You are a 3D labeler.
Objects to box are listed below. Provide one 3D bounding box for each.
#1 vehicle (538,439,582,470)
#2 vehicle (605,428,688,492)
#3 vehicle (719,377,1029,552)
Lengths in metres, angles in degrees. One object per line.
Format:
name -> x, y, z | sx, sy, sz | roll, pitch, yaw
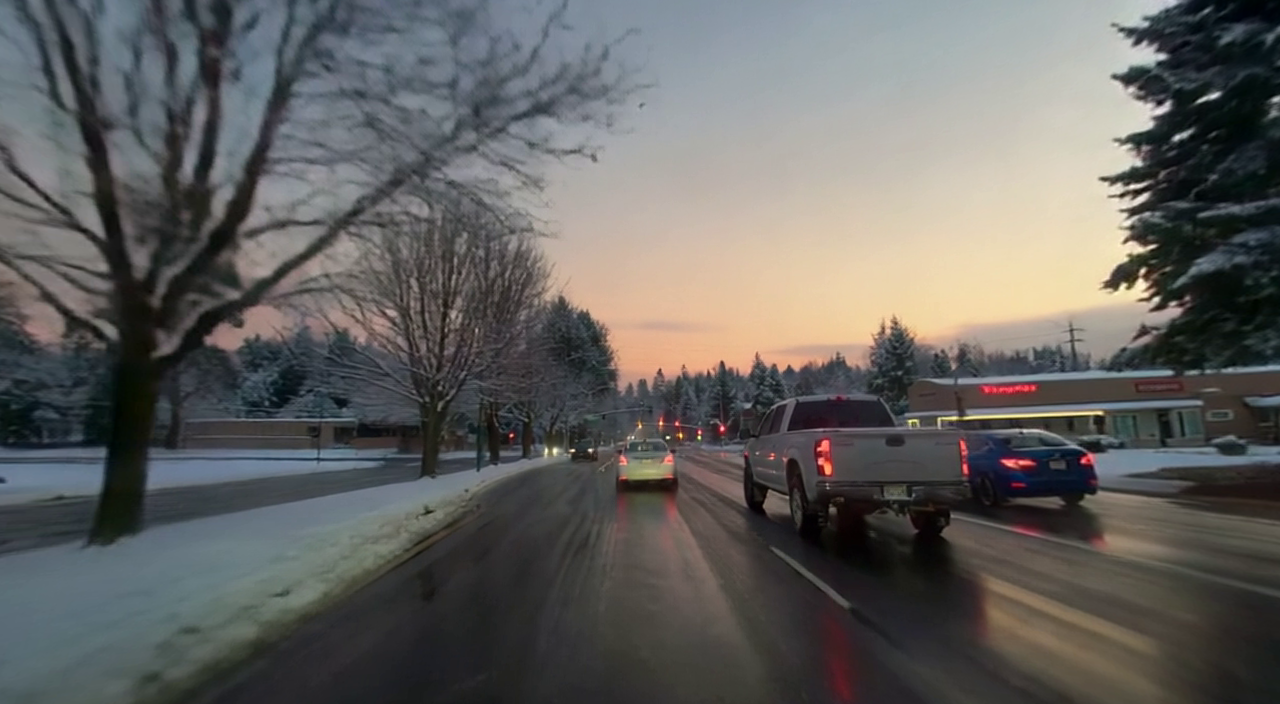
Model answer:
vehicle -> -3.980, 5.207, 32.069 | 1.960, 1.475, 4.161 | 1, -9, -4
vehicle -> 0.126, 3.097, 18.351 | 2.145, 1.650, 4.021 | 0, -8, -1
vehicle -> 3.234, 1.806, 10.728 | 2.731, 2.101, 6.047 | 1, -8, -3
